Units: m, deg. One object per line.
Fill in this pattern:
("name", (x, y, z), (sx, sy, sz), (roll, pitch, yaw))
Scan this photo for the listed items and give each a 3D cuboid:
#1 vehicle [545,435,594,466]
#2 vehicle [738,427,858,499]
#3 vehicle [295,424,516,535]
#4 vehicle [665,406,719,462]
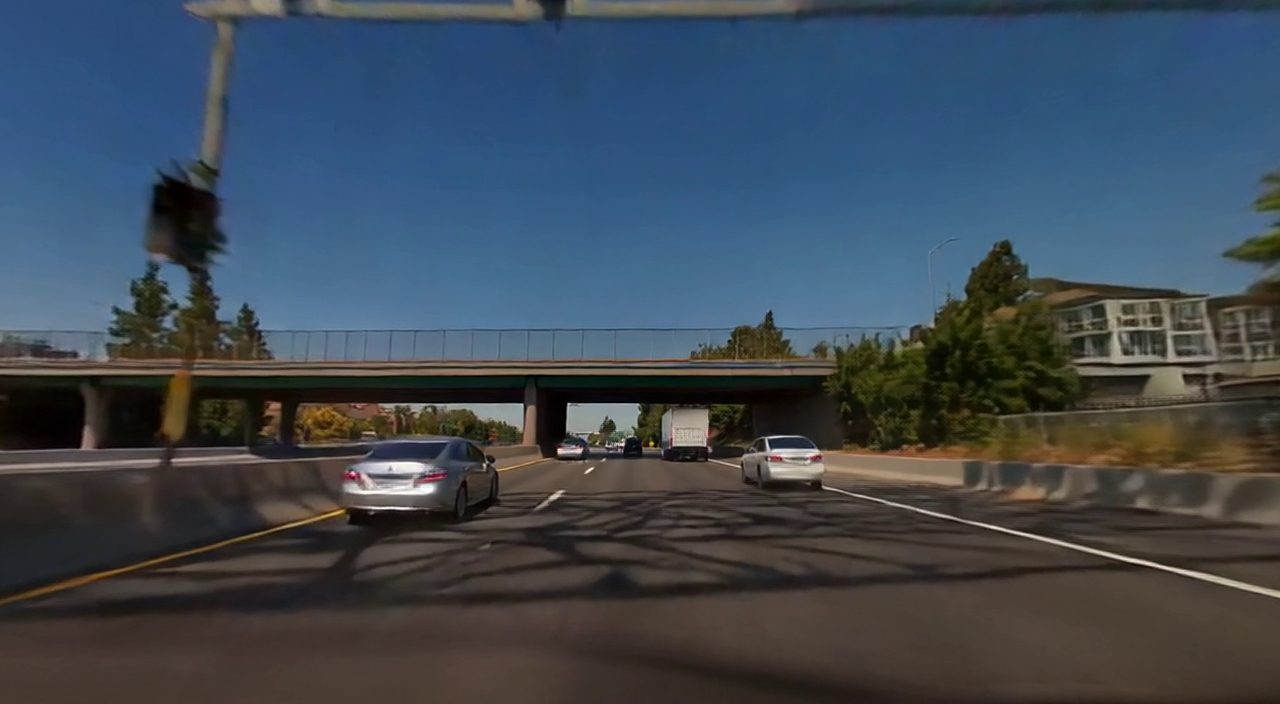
("vehicle", (-3.532, 5.043, 32.376), (2.064, 1.479, 4.370), (0, -8, -1))
("vehicle", (3.964, 2.842, 16.581), (2.001, 1.625, 4.088), (0, -8, -1))
("vehicle", (-3.658, 2.075, 10.921), (2.122, 1.486, 4.532), (0, -8, 0))
("vehicle", (3.588, 6.076, 46.119), (2.824, 3.585, 11.410), (-1, -8, -1))
